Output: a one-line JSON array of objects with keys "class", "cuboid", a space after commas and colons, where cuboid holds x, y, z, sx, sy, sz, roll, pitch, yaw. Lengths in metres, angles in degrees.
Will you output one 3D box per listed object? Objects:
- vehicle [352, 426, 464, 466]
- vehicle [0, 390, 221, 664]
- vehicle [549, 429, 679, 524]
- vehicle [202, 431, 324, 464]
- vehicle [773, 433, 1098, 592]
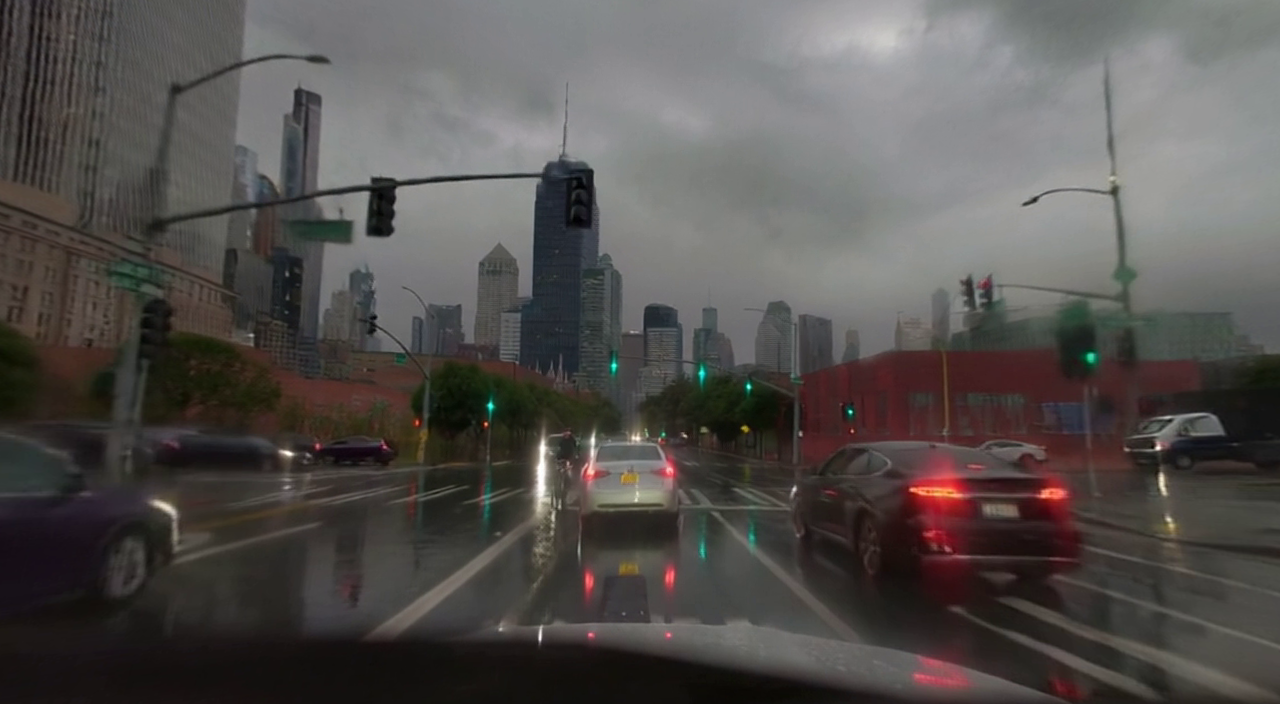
[{"class": "vehicle", "cuboid": [-10.496, 4.246, 28.566, 4.556, 1.689, 1.982, -3, -9, 22]}, {"class": "vehicle", "cuboid": [-4.970, 1.061, 3.755, 2.111, 1.661, 4.537, 1, -8, -5]}, {"class": "vehicle", "cuboid": [-0.477, 2.231, 11.818, 2.031, 1.461, 3.763, 0, -8, -2]}, {"class": "vehicle", "cuboid": [-17.639, 4.483, 29.651, 4.511, 1.483, 1.877, 0, -8, 0]}, {"class": "vehicle", "cuboid": [3.204, 1.804, 8.089, 1.942, 1.443, 4.468, 0, -8, -1]}]
